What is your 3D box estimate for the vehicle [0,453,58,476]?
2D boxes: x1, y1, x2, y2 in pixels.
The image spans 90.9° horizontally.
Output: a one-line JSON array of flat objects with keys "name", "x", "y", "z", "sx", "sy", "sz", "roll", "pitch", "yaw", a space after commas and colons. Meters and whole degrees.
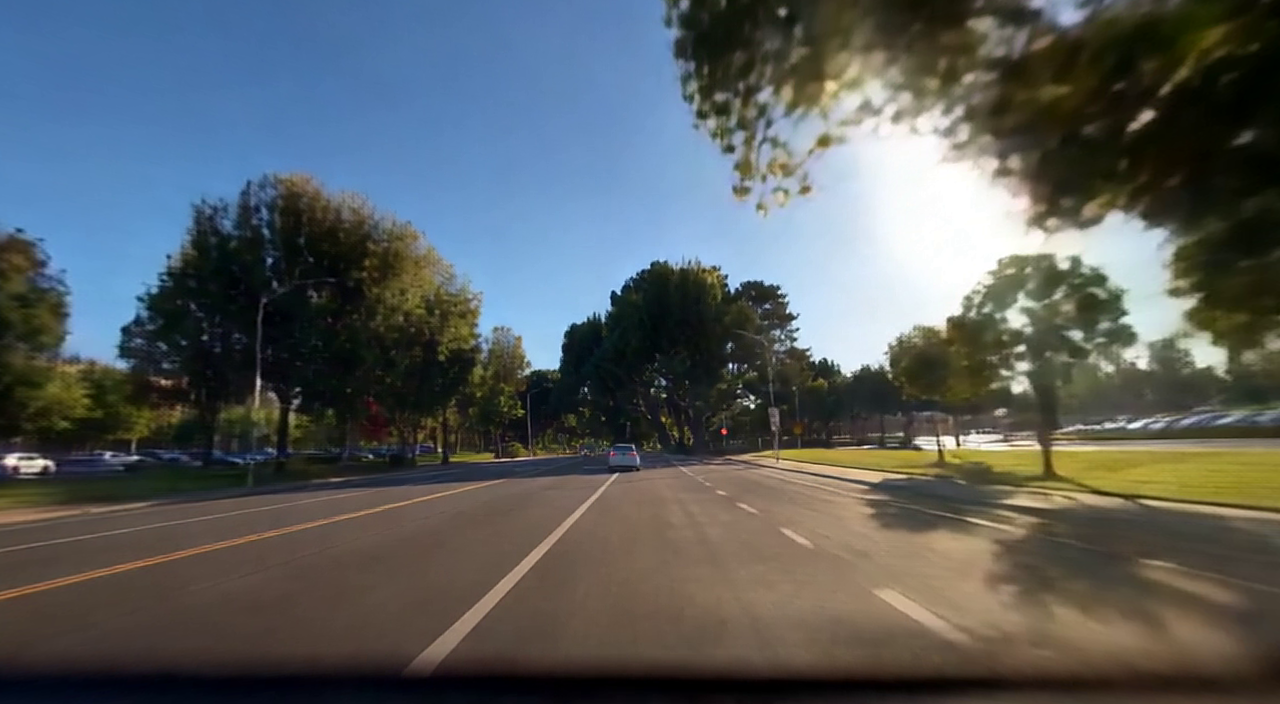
[{"name": "vehicle", "x": -42.804, "y": 7.689, "z": 43.008, "sx": 4.272, "sy": 1.451, "sz": 1.902, "roll": 0, "pitch": -8, "yaw": -1}]

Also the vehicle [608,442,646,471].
[{"name": "vehicle", "x": -0.703, "y": 5.785, "z": 35.264, "sx": 1.978, "sy": 1.499, "sz": 3.915, "roll": 0, "pitch": -8, "yaw": -1}]

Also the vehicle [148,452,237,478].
[{"name": "vehicle", "x": -30.238, "y": 7.620, "z": 42.744, "sx": 4.577, "sy": 1.467, "sz": 1.955, "roll": -3, "pitch": -8, "yaw": -1}]
